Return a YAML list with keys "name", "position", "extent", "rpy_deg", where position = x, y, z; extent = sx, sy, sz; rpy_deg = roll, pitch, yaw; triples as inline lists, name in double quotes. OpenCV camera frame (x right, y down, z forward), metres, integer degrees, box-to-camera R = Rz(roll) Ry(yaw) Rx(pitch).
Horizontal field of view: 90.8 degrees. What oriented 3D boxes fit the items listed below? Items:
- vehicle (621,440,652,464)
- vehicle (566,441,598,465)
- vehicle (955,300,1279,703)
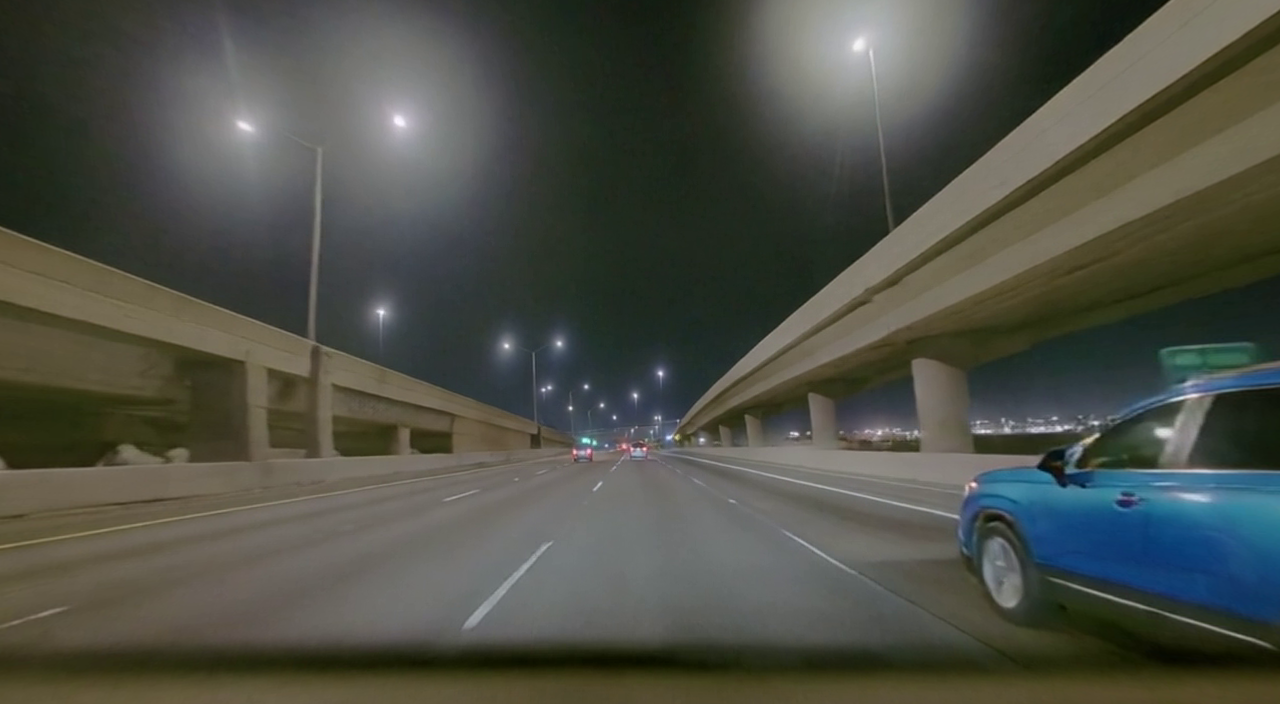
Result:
- name: "vehicle"
  position: [-0.277, 7.313, 46.325]
  extent: [2.132, 1.657, 3.967]
  rpy_deg: [0, -8, -1]
- name: "vehicle"
  position: [-4.156, 7.305, 45.939]
  extent: [2.000, 1.646, 4.201]
  rpy_deg: [0, -8, -1]
- name: "vehicle"
  position: [3.706, 0.730, 2.596]
  extent: [2.288, 1.841, 4.779]
  rpy_deg: [0, -8, -1]
